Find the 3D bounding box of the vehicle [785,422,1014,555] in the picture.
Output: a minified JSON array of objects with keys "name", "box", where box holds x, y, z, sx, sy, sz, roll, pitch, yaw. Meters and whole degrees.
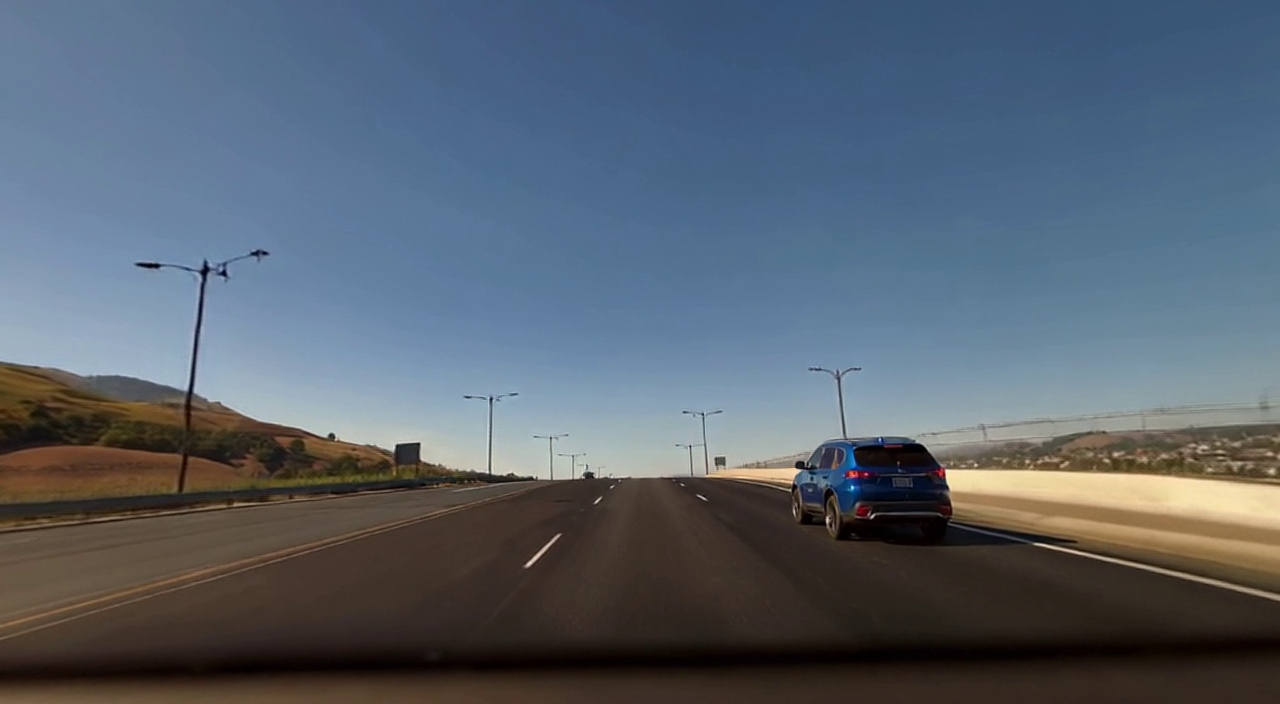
[{"name":"vehicle","box":[3.905,2.117,10.487,1.989,1.730,4.324,0,-9,1]}]
